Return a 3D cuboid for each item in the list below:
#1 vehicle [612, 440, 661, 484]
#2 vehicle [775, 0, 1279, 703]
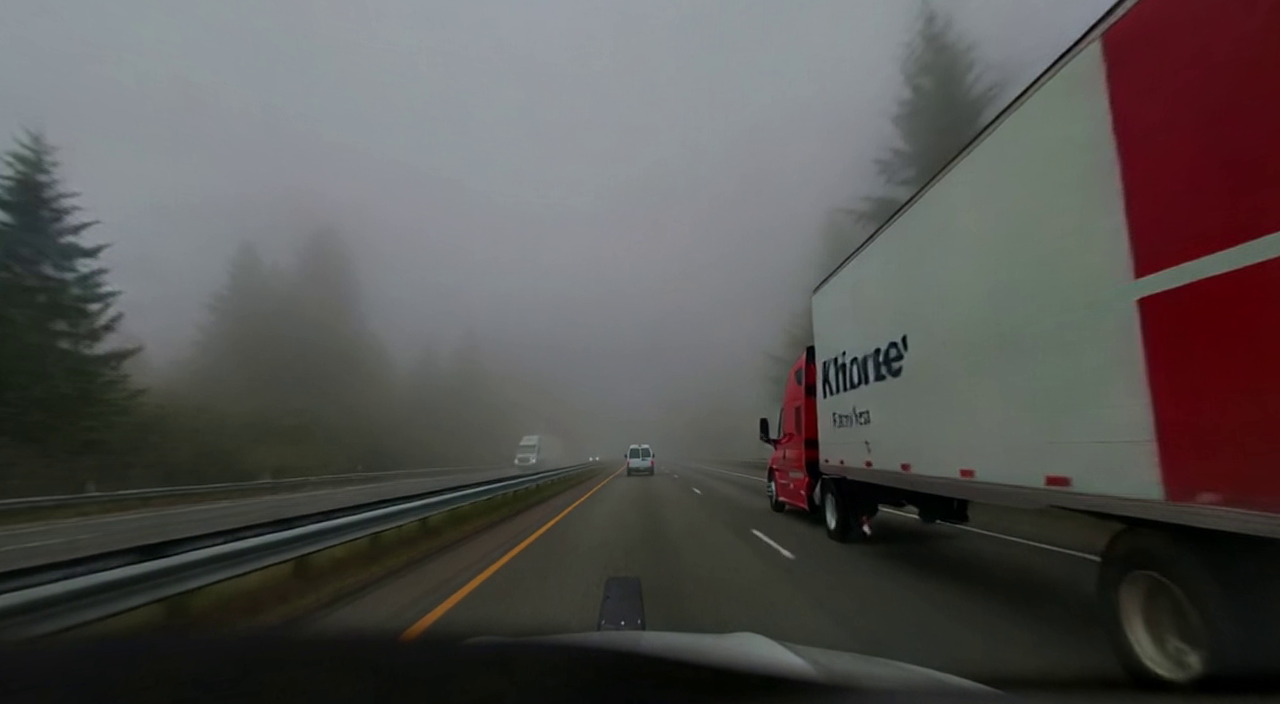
[{"bbox_3d":[-0.146,5.035,29.180,2.105,1.865,4.102,0,-9,0],"label":"vehicle"},{"bbox_3d":[4.354,0.355,6.594,3.030,3.985,12.707,0,-9,0],"label":"vehicle"}]
